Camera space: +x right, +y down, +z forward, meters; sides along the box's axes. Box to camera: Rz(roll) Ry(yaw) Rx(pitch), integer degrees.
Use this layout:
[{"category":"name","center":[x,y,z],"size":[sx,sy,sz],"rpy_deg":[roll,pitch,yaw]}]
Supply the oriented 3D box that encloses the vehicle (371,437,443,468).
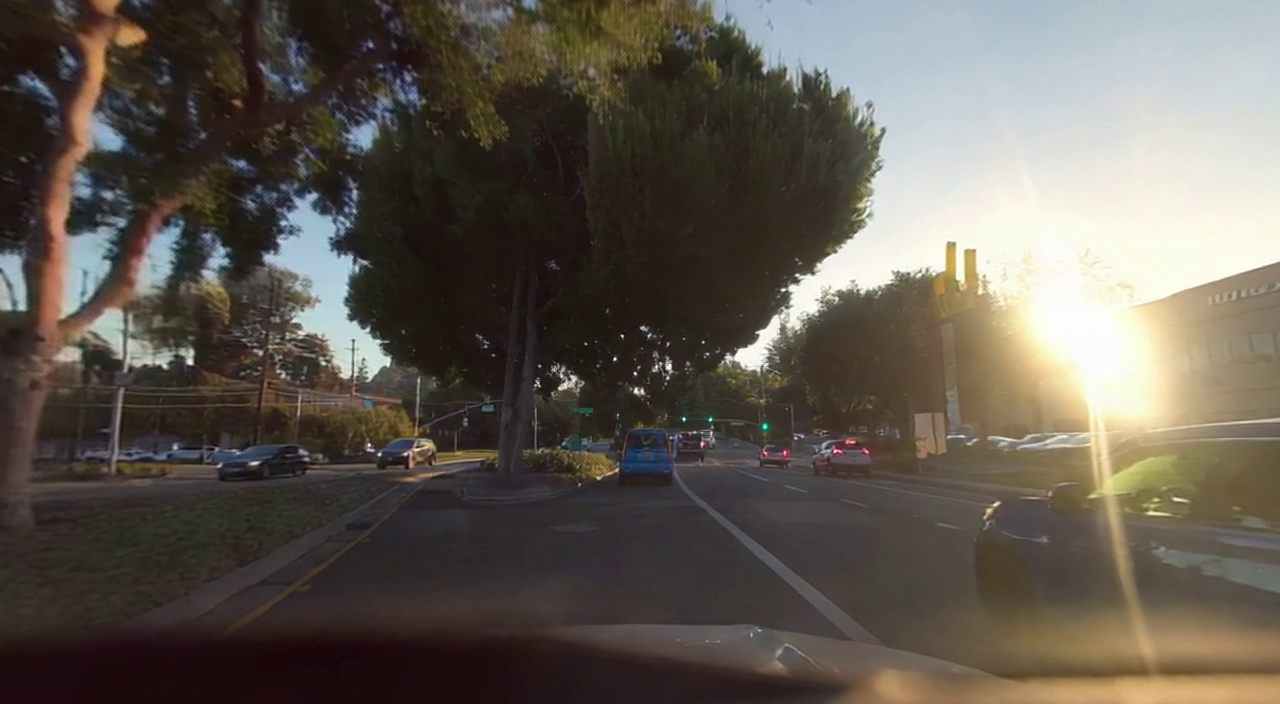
[{"category":"vehicle","center":[-14.528,6.284,39.678],"size":[2.311,1.849,4.889],"rpy_deg":[-1,-9,5]}]

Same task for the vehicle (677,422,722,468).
[{"category":"vehicle","center":[3.583,5.709,39.100],"size":[2.239,2.586,4.586],"rpy_deg":[1,-8,-1]}]

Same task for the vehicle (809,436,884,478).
[{"category":"vehicle","center":[9.414,4.822,29.160],"size":[1.977,1.786,4.344],"rpy_deg":[0,-8,0]}]

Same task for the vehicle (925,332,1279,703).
[{"category":"vehicle","center":[3.367,0.874,2.835],"size":[2.076,1.716,4.416],"rpy_deg":[0,-9,0]}]

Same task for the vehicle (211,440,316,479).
[{"category":"vehicle","center":[-18.752,5.356,31.814],"size":[2.050,1.797,4.945],"rpy_deg":[0,-9,2]}]

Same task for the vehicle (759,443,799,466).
[{"category":"vehicle","center":[9.692,7.138,44.308],"size":[1.879,1.517,4.006],"rpy_deg":[0,-9,0]}]

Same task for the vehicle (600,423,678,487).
[{"category":"vehicle","center":[-0.077,3.487,21.627],"size":[2.402,1.938,4.535],"rpy_deg":[0,-9,-1]}]
